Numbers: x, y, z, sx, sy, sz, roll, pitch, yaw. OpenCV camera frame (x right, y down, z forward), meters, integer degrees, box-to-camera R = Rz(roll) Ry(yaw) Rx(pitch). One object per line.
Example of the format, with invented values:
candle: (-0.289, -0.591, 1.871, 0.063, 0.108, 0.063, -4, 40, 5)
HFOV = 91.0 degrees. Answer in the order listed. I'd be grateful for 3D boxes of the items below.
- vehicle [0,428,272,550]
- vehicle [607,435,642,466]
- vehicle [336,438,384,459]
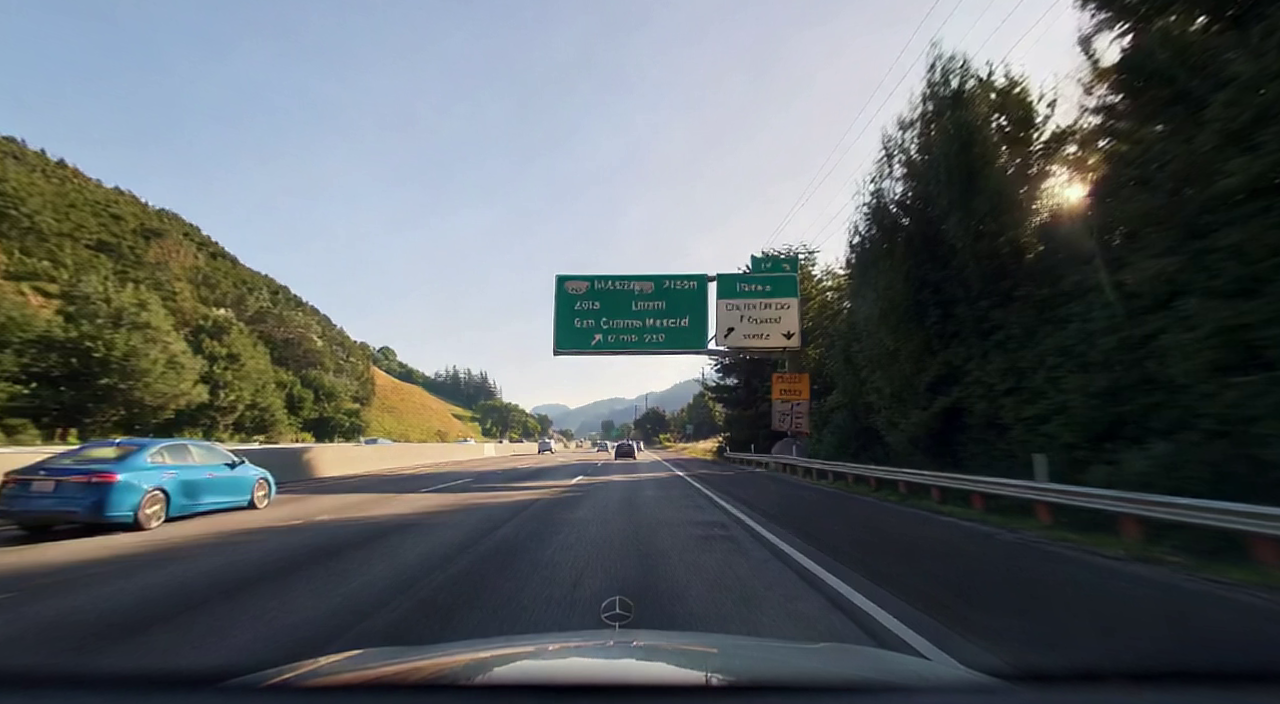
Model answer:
vehicle: (-8.146, 2.002, 9.966, 2.047, 1.486, 4.306, 0, -8, -1)
vehicle: (-0.935, 5.949, 38.142, 2.040, 1.715, 3.906, 0, -8, -1)
vehicle: (-20.124, 6.928, 45.331, 1.750, 1.449, 3.748, 0, -8, -1)
